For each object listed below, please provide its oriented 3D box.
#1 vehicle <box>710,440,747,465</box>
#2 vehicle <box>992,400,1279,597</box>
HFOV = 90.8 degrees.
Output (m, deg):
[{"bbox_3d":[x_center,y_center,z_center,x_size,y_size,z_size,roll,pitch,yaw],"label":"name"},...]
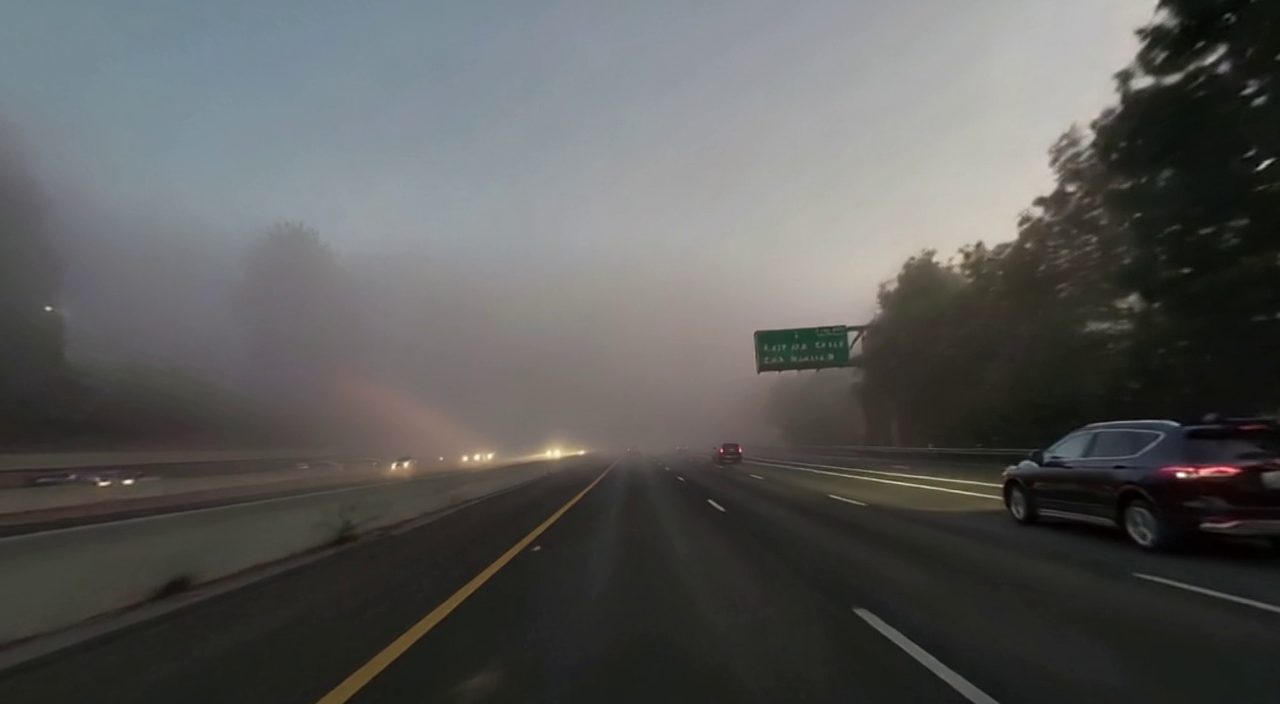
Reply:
[{"bbox_3d":[6.411,7.349,46.311,2.030,1.706,4.279,0,-9,-1],"label":"vehicle"},{"bbox_3d":[6.450,1.513,7.155,2.052,1.660,4.837,0,-9,-1],"label":"vehicle"}]
